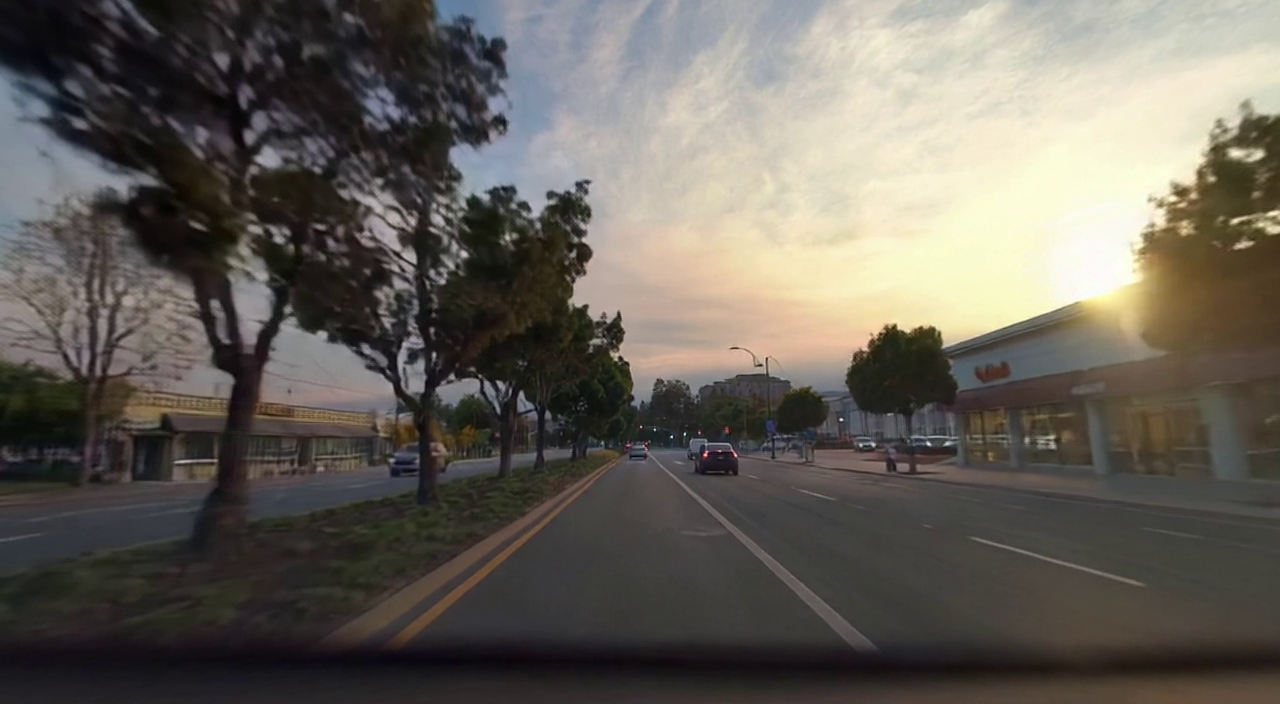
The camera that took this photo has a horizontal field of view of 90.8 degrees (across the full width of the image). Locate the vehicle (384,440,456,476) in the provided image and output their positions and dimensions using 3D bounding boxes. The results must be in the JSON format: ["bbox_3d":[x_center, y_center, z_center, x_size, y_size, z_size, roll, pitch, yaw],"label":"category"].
[{"bbox_3d":[-11.833,5.741,34.363,2.116,1.789,4.889,0,-9,0],"label":"vehicle"}]

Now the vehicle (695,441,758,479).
[{"bbox_3d":[3.592,4.587,27.150,1.983,1.482,4.463,0,-9,-1],"label":"vehicle"}]
